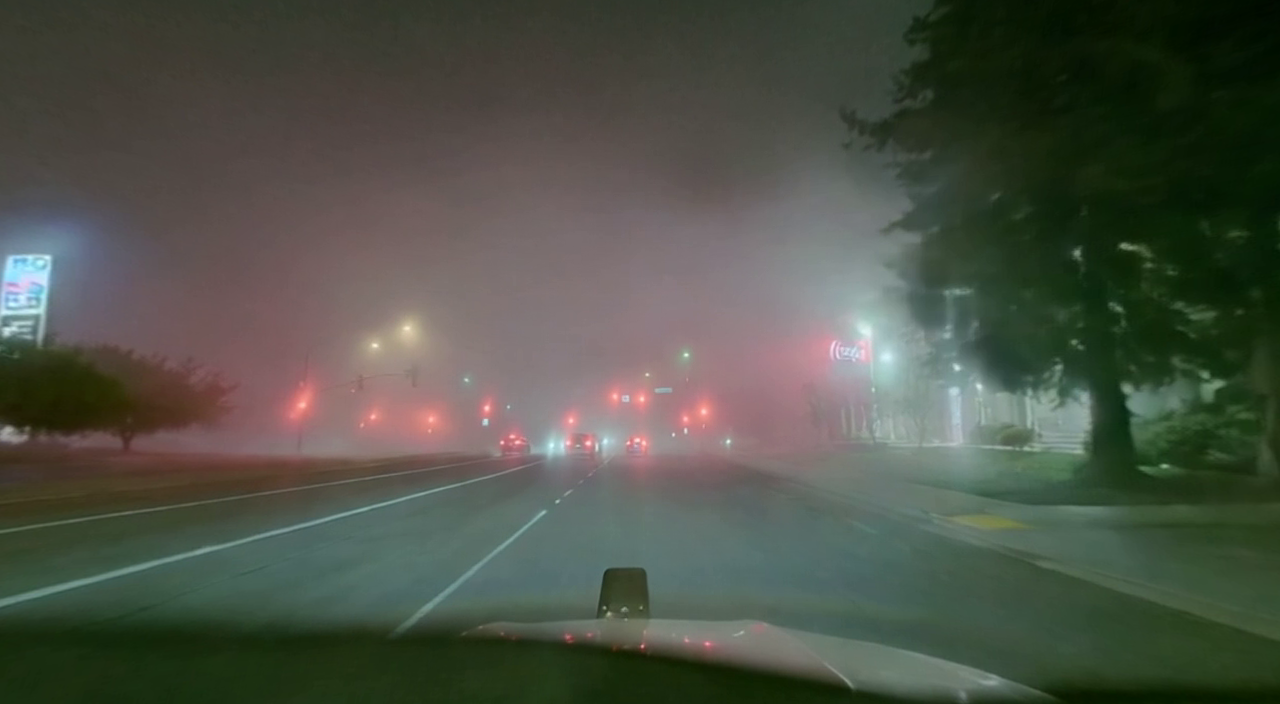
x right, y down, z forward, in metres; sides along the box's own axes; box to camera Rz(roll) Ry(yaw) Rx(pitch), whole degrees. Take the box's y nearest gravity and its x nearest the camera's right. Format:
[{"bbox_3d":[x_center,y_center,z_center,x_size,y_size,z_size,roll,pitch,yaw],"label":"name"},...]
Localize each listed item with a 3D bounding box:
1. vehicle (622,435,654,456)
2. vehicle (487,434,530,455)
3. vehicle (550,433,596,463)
[{"bbox_3d":[-0.130,6.945,47.057,2.258,1.507,3.896,0,-7,2],"label":"vehicle"},{"bbox_3d":[-9.965,7.066,48.111,2.096,1.474,4.585,0,-8,3],"label":"vehicle"},{"bbox_3d":[-3.573,5.251,34.559,2.029,1.517,4.375,0,-8,0],"label":"vehicle"}]
